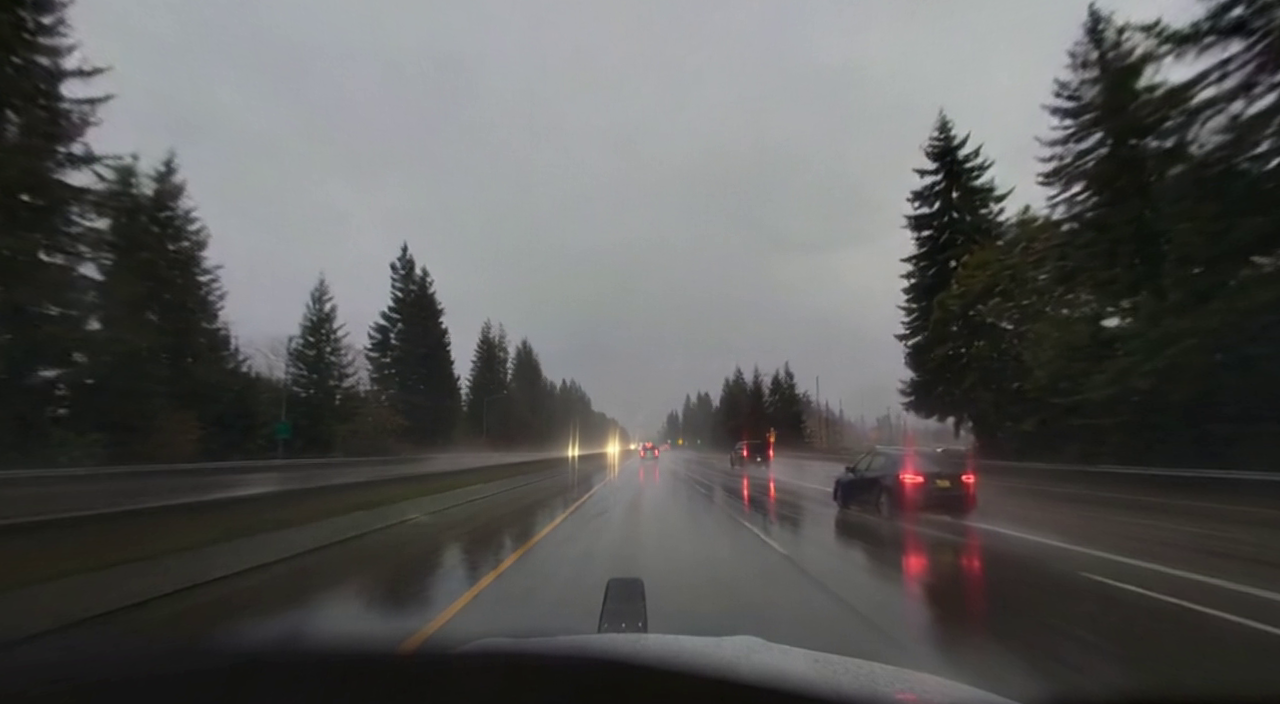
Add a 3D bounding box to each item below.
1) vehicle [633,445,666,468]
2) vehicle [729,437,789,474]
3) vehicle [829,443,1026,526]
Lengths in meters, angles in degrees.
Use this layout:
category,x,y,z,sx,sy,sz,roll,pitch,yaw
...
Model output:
category,x,y,z,sx,sy,sz,roll,pitch,yaw
vehicle,0.611,6.878,41.544,2.052,1.472,4.295,0,-8,0
vehicle,6.675,5.859,35.931,2.206,1.902,5.460,0,-8,-2
vehicle,5.917,2.740,13.753,1.904,1.453,4.789,0,-8,-2
